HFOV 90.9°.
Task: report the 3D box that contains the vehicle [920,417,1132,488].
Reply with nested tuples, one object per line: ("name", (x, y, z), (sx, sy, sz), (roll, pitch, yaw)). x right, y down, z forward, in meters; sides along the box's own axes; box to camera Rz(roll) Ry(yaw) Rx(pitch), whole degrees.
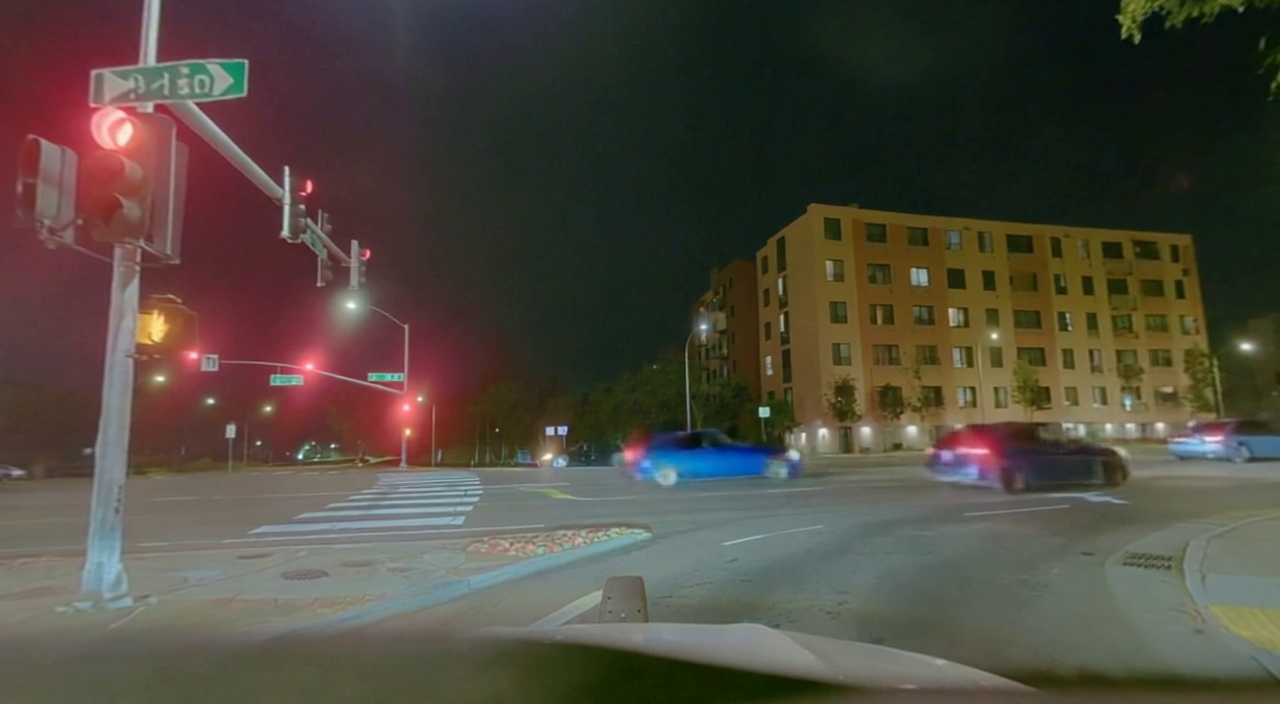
("vehicle", (9.880, 2.560, 16.263), (4.581, 1.650, 1.958), (2, -9, -16))

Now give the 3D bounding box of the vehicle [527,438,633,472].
("vehicle", (-2.619, 4.462, 27.472), (4.289, 1.415, 1.774), (2, -9, -17))

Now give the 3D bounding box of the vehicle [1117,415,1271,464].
("vehicle", (20.528, 3.246, 23.415), (4.719, 1.671, 1.985), (2, -9, -17))

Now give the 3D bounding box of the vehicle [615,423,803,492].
("vehicle", (1.837, 2.851, 17.272), (4.711, 1.688, 1.915), (2, -9, -16))
